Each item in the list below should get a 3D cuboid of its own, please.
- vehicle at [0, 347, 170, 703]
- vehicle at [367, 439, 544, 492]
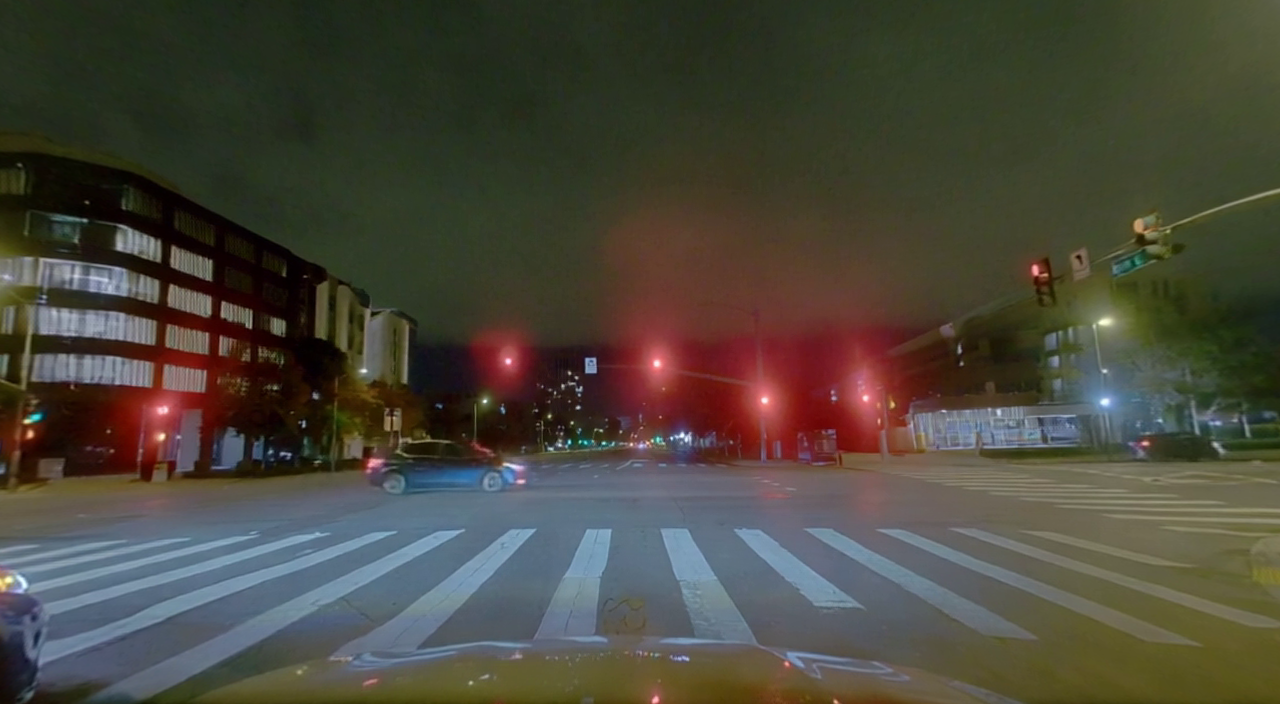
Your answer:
[{"bbox_3d":[-3.632,0.616,1.062,2.109,1.692,4.587,0,-8,0],"label":"vehicle"},{"bbox_3d":[-5.284,3.305,18.449,4.551,1.454,1.941,0,-8,1],"label":"vehicle"}]
